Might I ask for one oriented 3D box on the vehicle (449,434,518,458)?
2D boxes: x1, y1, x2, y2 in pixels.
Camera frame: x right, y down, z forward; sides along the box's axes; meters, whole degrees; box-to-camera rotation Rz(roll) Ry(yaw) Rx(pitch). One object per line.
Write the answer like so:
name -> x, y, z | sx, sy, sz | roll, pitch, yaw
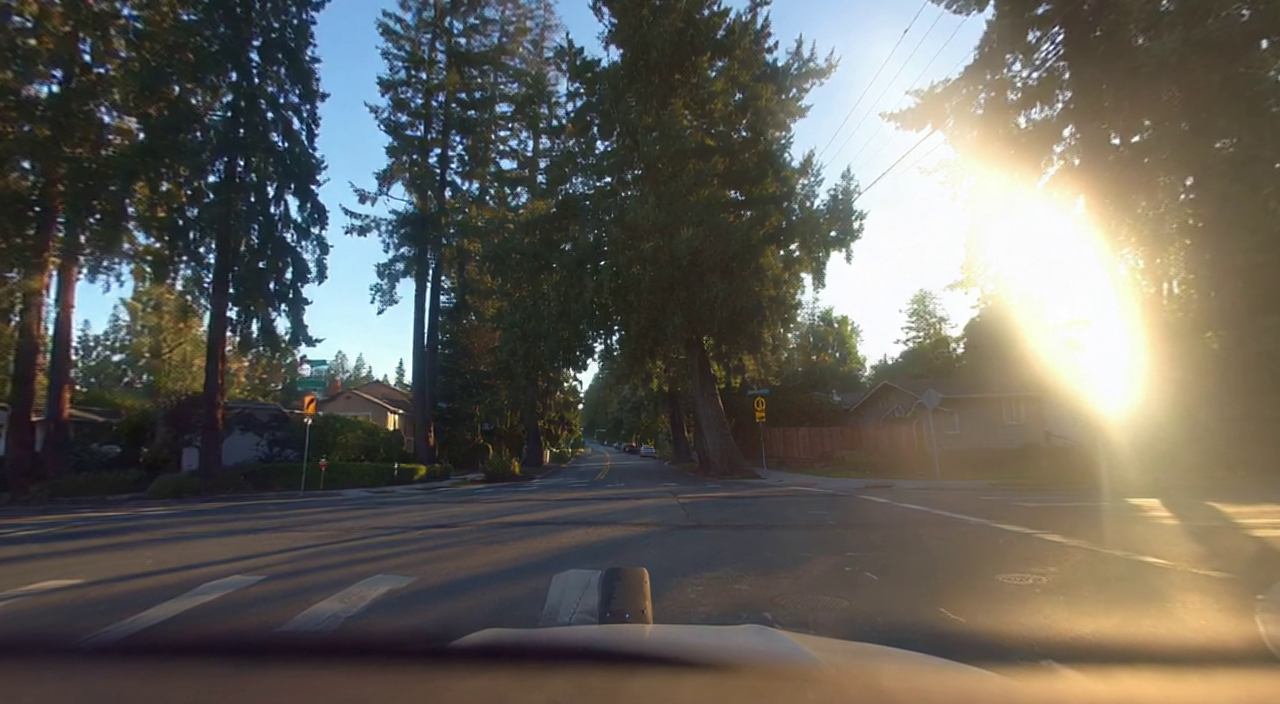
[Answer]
vehicle -> -11.683, 7.062, 47.301 | 4.622, 1.782, 1.836 | 0, -8, 1
